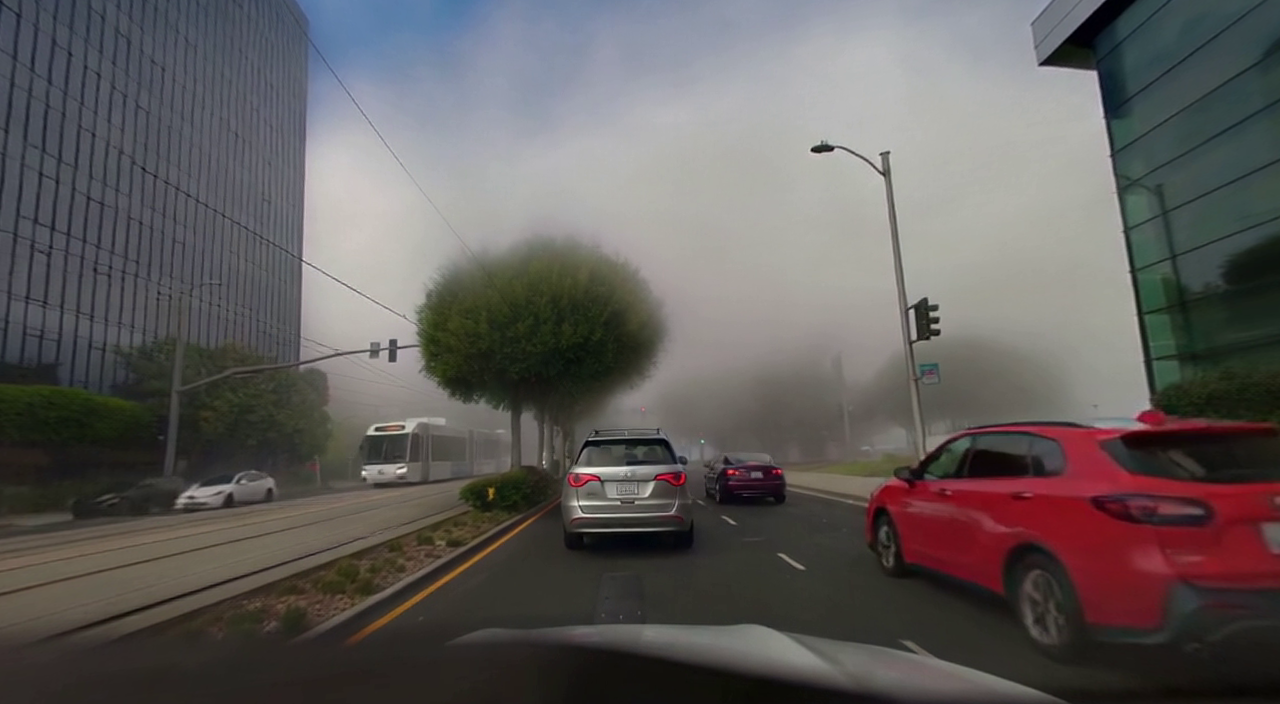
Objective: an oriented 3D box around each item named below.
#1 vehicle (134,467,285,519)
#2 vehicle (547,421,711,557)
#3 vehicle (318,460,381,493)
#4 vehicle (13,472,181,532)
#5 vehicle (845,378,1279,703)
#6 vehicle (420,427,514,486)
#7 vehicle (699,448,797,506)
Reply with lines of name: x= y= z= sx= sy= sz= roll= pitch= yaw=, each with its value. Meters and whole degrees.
vehicle: x=-15.001 y=4.921 z=22.434 sx=2.077 sy=1.458 sz=4.718 roll=0 pitch=-8 yaw=0
vehicle: x=-0.230 y=2.137 z=10.601 sx=2.178 sy=1.779 sz=4.255 roll=0 pitch=-8 yaw=-2
vehicle: x=-18.909 y=8.105 z=41.406 sx=1.933 sy=1.919 sz=4.913 roll=0 pitch=-8 yaw=-2
vehicle: x=-19.053 y=5.223 z=22.531 sx=2.066 sy=1.700 sz=4.536 roll=0 pitch=-8 yaw=-2
vehicle: x=3.571 y=1.323 z=5.406 sx=2.029 sy=1.717 sz=4.624 roll=0 pitch=-8 yaw=-1
vehicle: x=-10.970 y=6.763 z=41.498 sx=3.053 sy=3.359 sz=10.539 roll=0 pitch=-8 yaw=1
vehicle: x=3.023 y=3.583 z=18.667 sx=1.993 sy=1.480 sz=4.324 roll=0 pitch=-9 yaw=-2
